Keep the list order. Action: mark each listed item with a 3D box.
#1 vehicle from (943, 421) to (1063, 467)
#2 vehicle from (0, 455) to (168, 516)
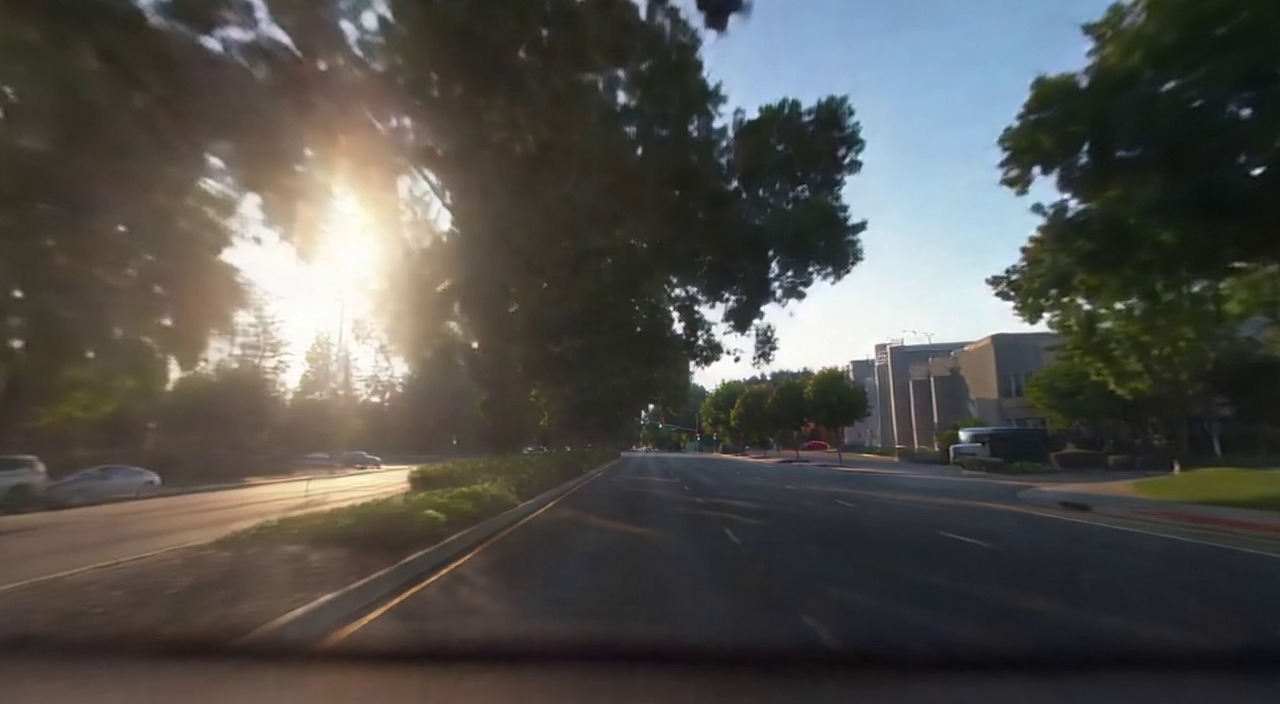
[{"bbox_3d":[21.810,5.565,38.153,5.506,2.643,2.681,0,-8,3],"label":"vehicle"},{"bbox_3d":[-18.193,4.344,20.910,1.808,1.488,4.202,-2,-6,1],"label":"vehicle"}]
